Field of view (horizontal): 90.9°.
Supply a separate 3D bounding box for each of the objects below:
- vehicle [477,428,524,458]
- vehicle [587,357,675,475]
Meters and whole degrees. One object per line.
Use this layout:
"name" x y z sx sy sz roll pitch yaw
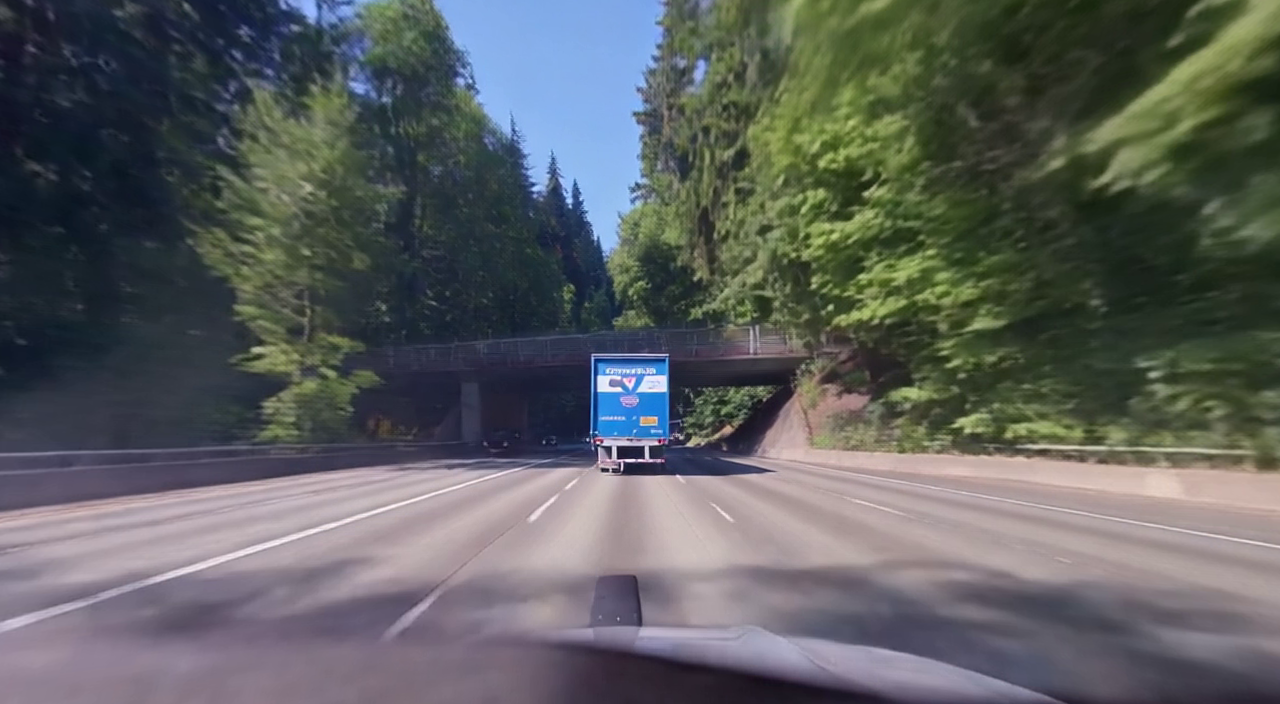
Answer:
"vehicle" -8.967 5.873 40.832 2.037 1.853 4.336 0 -8 -1
"vehicle" -0.535 2.747 25.827 2.895 3.861 10.213 0 -8 -3
